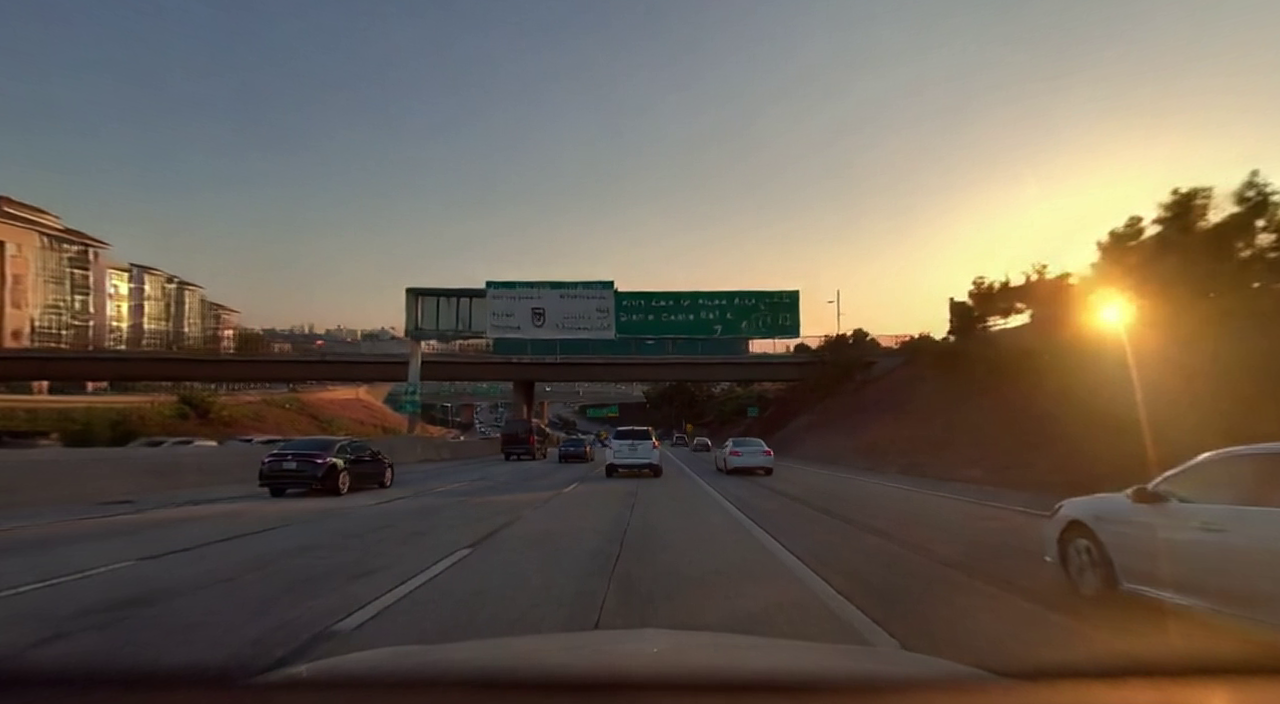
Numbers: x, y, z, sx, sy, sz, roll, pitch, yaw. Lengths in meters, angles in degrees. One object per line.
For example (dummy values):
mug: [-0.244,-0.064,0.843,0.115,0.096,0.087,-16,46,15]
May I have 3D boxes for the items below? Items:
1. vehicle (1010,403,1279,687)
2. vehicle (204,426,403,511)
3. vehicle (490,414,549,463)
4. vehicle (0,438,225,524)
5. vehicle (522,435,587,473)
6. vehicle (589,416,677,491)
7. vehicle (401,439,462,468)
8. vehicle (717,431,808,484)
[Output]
vehicle: [4.328,1.020,3.337,1.915,1.482,4.537,0,-8,-1]
vehicle: [-7.337,2.562,14.432,2.021,1.632,4.417,0,-8,1]
vehicle: [-7.509,5.514,40.119,2.358,2.817,7.055,0,-8,0]
vehicle: [-11.113,2.506,12.996,1.970,1.441,4.555,0,-8,1]
vehicle: [-3.610,4.412,27.536,2.079,1.499,4.512,0,-8,2]
vehicle: [-0.167,2.868,18.172,2.209,1.863,4.626,0,-8,0]
vehicle: [-11.286,5.515,34.436,1.923,1.480,3.905,0,-8,1]
vehicle: [3.763,3.316,20.234,1.942,1.487,4.518,0,-8,-1]
